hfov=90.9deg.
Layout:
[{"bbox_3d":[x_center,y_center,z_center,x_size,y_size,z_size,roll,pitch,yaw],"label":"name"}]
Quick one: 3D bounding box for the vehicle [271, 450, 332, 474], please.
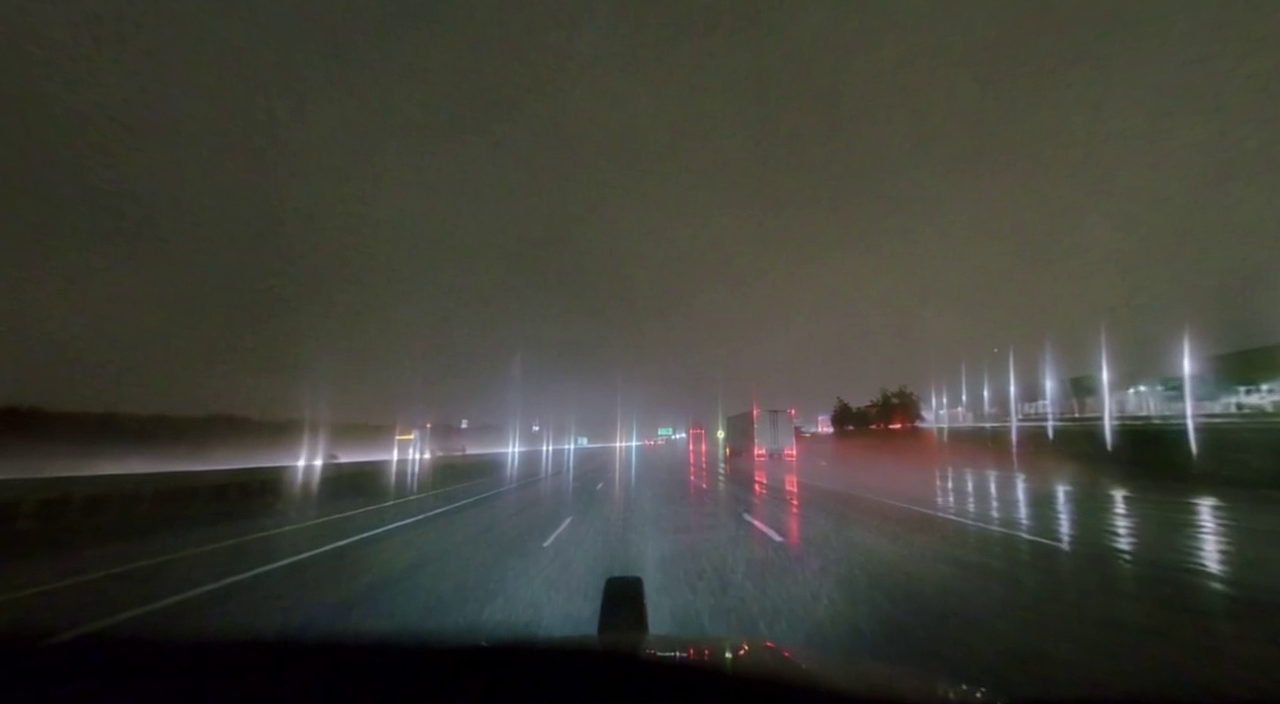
[{"bbox_3d":[-25.254,8.208,47.290,1.963,1.581,4.646,0,-8,1],"label":"vehicle"}]
